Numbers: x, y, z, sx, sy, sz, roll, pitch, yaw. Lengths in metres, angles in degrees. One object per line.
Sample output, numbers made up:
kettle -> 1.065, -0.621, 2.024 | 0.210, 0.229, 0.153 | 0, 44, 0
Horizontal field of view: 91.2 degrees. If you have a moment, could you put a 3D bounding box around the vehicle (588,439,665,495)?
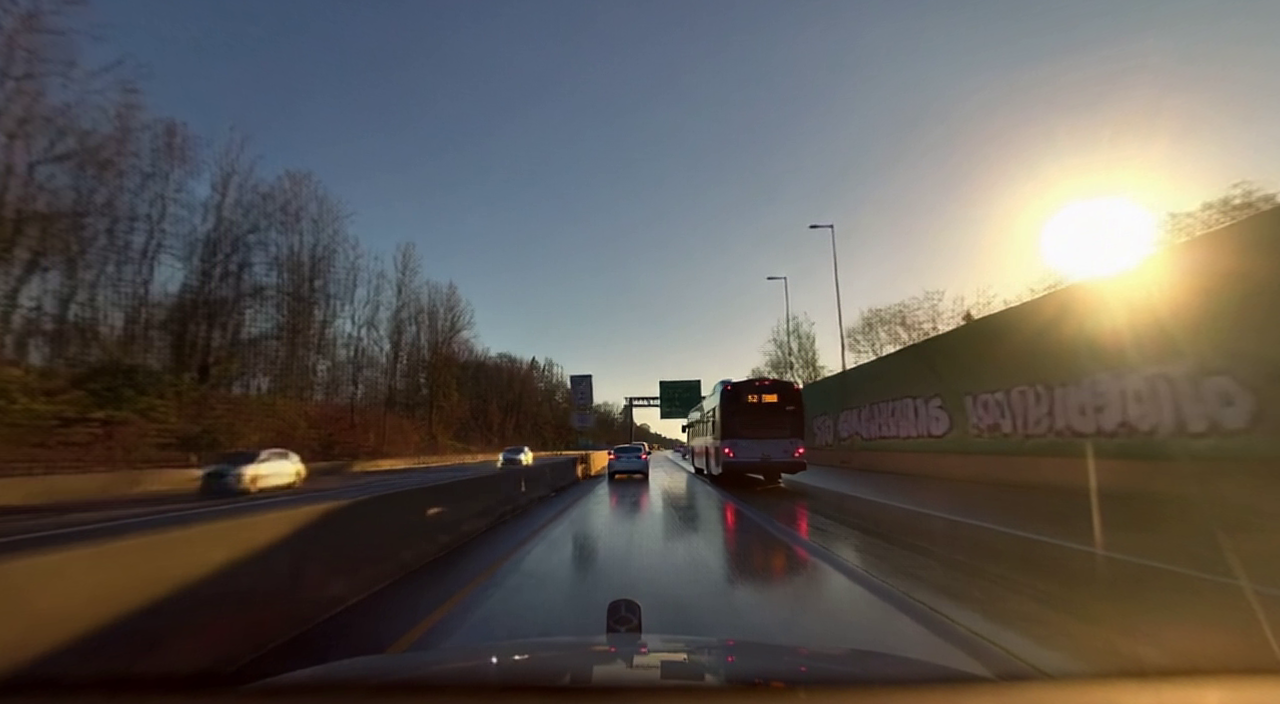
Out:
vehicle -> -0.328, 3.564, 19.720 | 2.160, 1.532, 4.073 | -1, -9, 1

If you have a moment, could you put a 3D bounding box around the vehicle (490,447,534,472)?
vehicle -> -8.410, 7.110, 41.629 | 1.922, 1.560, 4.165 | -1, -9, 2

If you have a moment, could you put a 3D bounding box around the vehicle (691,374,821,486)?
vehicle -> 4.108, 3.388, 25.818 | 3.055, 3.479, 12.521 | -1, -9, 1

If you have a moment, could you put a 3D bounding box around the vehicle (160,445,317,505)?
vehicle -> -12.556, 3.840, 20.026 | 2.029, 1.647, 4.323 | -1, -9, 2
